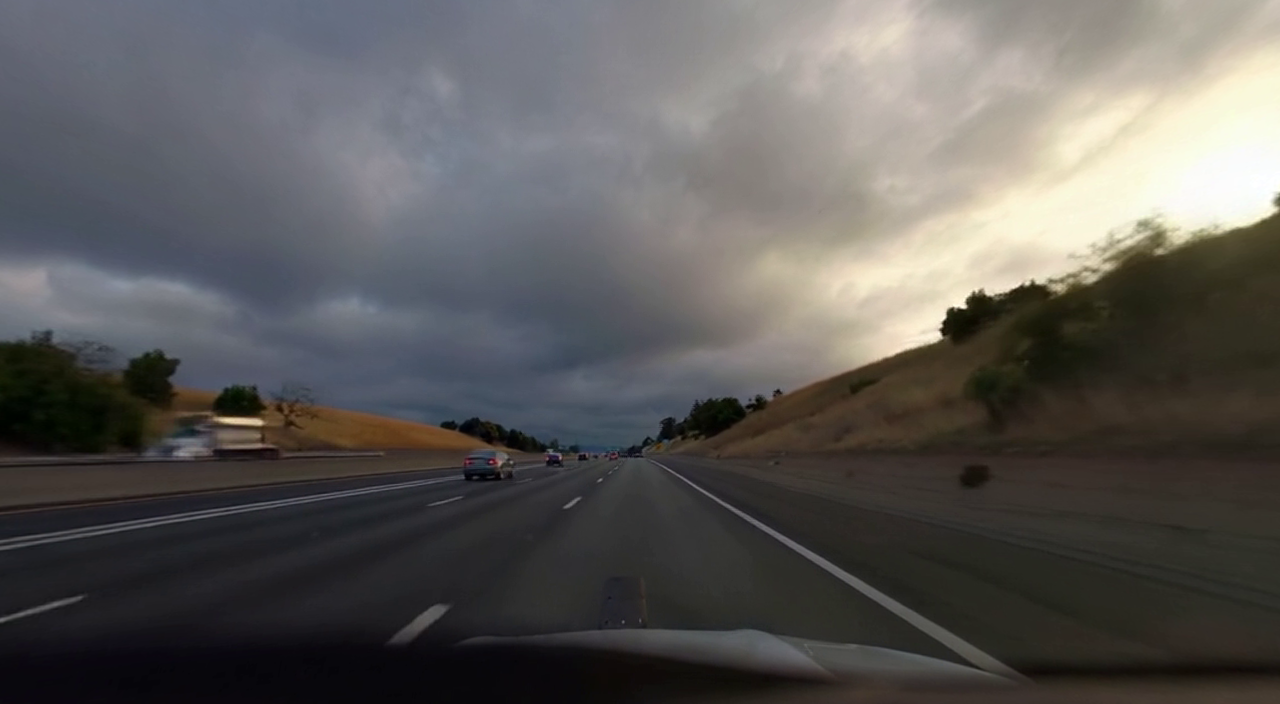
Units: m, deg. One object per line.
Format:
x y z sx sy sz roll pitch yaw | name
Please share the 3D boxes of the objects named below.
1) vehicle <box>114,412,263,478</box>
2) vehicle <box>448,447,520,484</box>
-22.885 4.819 32.549 2.431 3.004 6.954 0 -9 0 | vehicle
-6.919 5.077 28.464 2.015 1.483 4.626 0 -9 0 | vehicle
